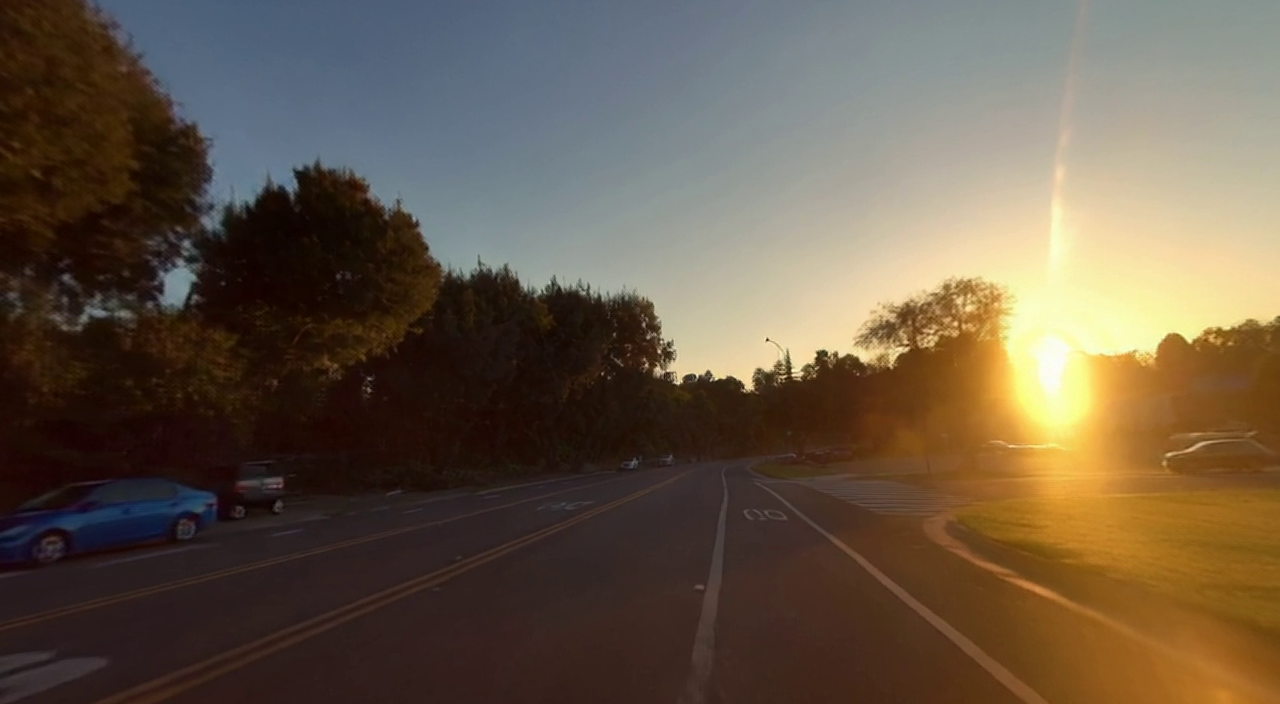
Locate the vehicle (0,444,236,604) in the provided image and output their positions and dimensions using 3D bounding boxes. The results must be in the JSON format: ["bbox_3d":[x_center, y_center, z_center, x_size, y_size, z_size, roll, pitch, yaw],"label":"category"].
[{"bbox_3d":[-9.904,2.847,11.181,2.087,1.700,4.467,-5,-1,9],"label":"vehicle"}]

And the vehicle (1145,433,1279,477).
[{"bbox_3d":[25.702,4.486,27.625,4.955,1.814,2.166,-1,-9,9],"label":"vehicle"}]
